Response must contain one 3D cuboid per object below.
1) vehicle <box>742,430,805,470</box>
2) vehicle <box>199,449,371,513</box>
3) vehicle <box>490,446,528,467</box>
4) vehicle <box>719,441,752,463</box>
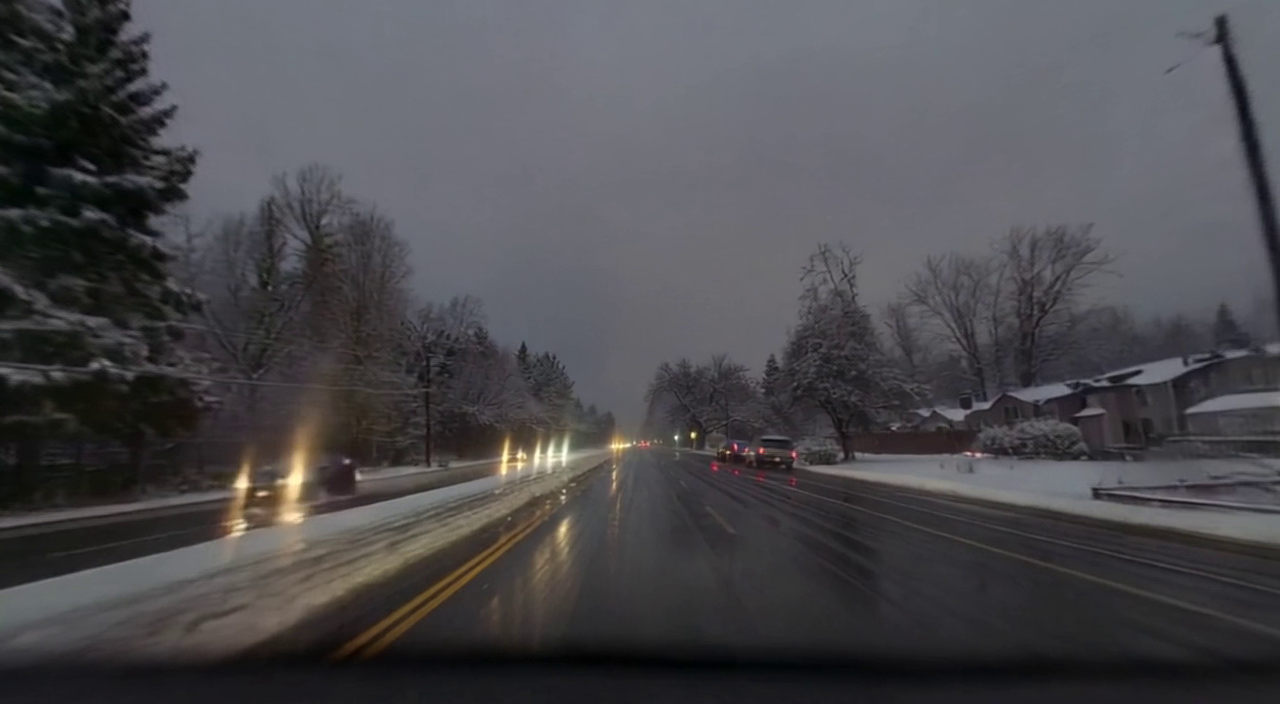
[{"bbox_3d":[7.533,5.632,36.437,2.278,2.079,5.861,0,-8,-1],"label":"vehicle"},{"bbox_3d":[-9.562,3.479,17.590,2.061,1.490,4.637,0,-8,1],"label":"vehicle"},{"bbox_3d":[-10.010,8.045,48.660,1.958,1.524,4.314,0,-8,0],"label":"vehicle"},{"bbox_3d":[7.494,7.899,49.921,1.965,1.623,4.096,0,-9,1],"label":"vehicle"}]
